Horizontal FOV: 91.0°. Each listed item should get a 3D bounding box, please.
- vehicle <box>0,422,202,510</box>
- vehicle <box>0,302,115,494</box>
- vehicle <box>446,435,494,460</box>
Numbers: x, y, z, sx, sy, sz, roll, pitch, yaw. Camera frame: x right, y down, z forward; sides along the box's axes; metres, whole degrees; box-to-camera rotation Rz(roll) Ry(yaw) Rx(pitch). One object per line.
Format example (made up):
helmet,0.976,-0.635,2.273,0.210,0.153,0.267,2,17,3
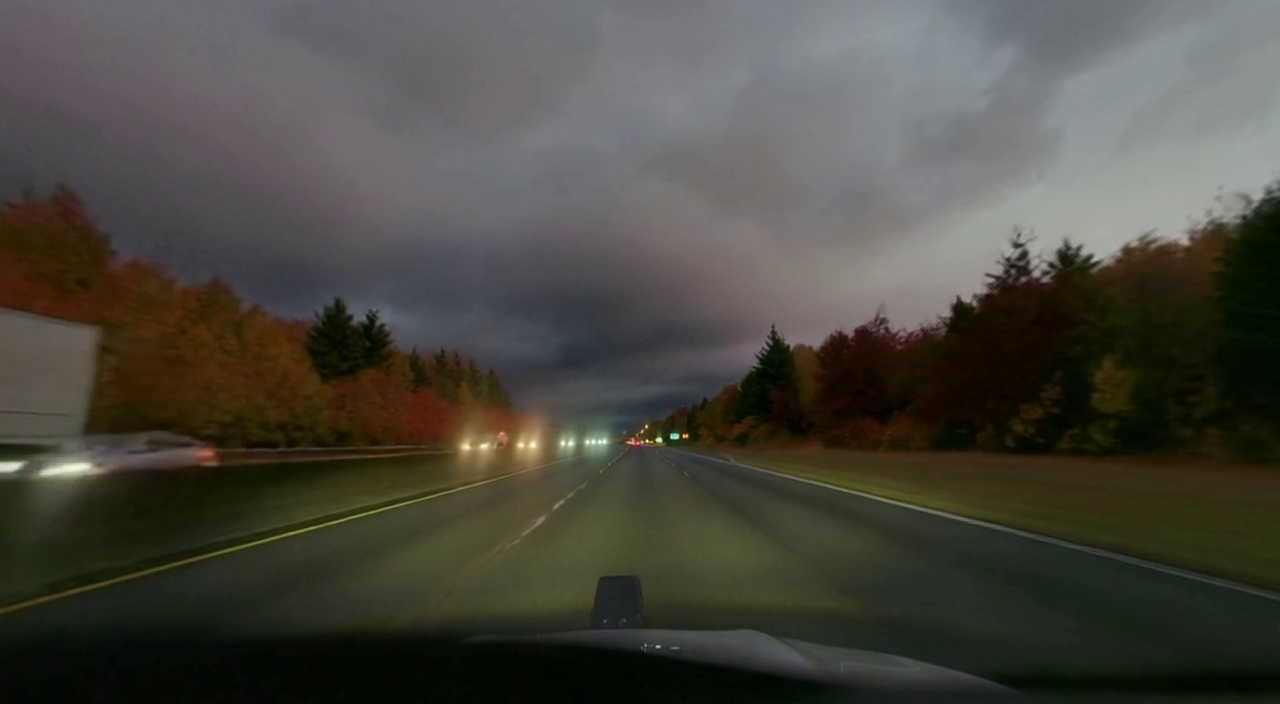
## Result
vehicle,-11.577,2.252,12.925,1.871,1.479,4.480,0,-8,0
vehicle,-15.134,0.208,8.063,2.927,4.069,16.353,0,-8,0
vehicle,-11.402,6.449,42.507,1.969,1.544,4.758,0,-8,0
